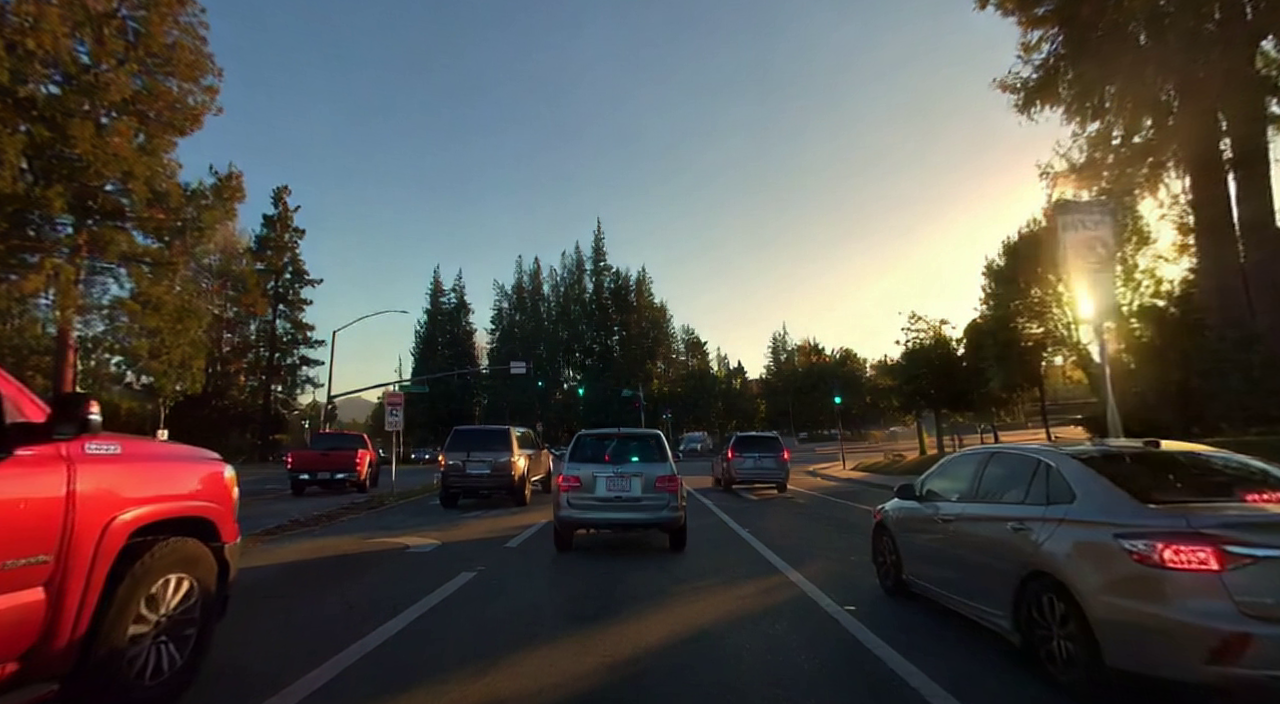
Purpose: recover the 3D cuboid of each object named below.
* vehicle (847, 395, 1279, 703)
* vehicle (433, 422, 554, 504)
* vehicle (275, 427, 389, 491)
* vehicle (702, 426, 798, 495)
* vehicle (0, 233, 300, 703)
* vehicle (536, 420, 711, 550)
[{"bbox_3d":[3.005,1.150,3.855,1.874,1.477,4.698,0,-8,0],"label":"vehicle"},{"bbox_3d":[-3.677,2.882,16.800,2.089,1.857,4.488,0,-8,1],"label":"vehicle"},{"bbox_3d":[-9.320,3.249,19.582,2.385,1.687,5.025,2,-9,-17],"label":"vehicle"},{"bbox_3d":[3.198,3.269,19.353,2.102,1.841,4.587,0,-8,0],"label":"vehicle"},{"bbox_3d":[-3.464,0.461,0.985,2.656,2.021,5.800,0,-8,-1],"label":"vehicle"},{"bbox_3d":[-0.216,1.942,9.821,2.194,1.607,3.690,0,-8,0],"label":"vehicle"}]
